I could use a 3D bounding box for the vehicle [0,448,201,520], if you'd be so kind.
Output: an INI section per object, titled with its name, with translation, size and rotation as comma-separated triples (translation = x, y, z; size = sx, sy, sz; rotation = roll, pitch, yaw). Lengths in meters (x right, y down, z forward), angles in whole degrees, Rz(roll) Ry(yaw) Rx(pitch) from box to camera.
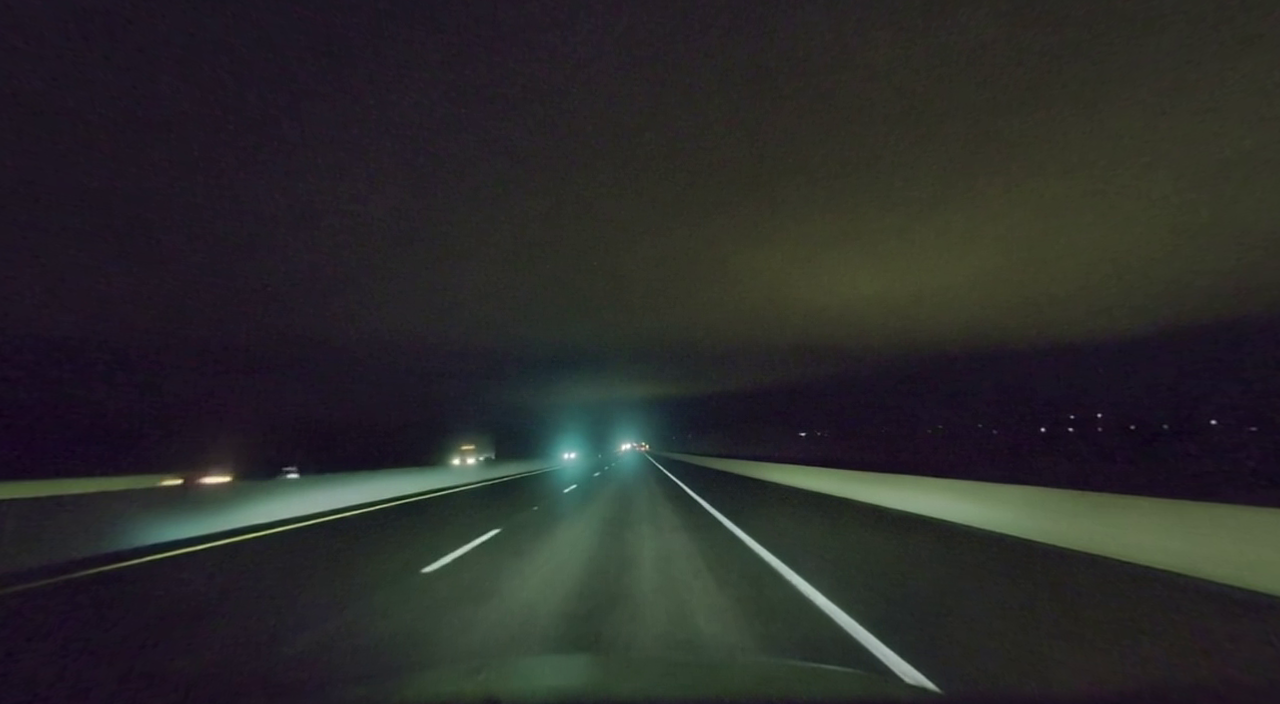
[vehicle]
translation = -13.291, 3.192, 15.625
size = 1.833, 1.537, 3.864
rotation = 0, -9, 0
